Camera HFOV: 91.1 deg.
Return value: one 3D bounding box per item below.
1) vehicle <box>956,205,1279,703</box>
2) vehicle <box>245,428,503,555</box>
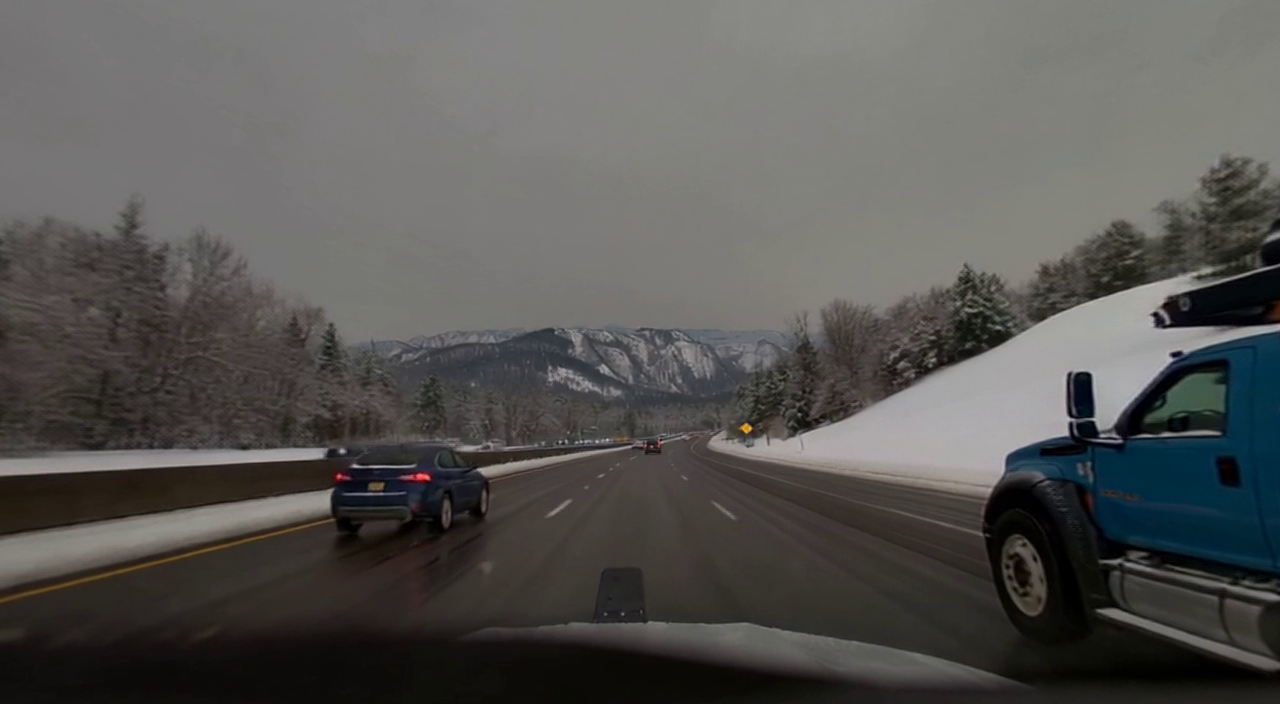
[{"bbox_3d":[3.593,0.441,1.251,2.538,2.228,6.370,0,-9,-1],"label":"vehicle"},{"bbox_3d":[-3.701,2.021,9.874,1.974,1.493,4.563,0,-9,1],"label":"vehicle"}]
